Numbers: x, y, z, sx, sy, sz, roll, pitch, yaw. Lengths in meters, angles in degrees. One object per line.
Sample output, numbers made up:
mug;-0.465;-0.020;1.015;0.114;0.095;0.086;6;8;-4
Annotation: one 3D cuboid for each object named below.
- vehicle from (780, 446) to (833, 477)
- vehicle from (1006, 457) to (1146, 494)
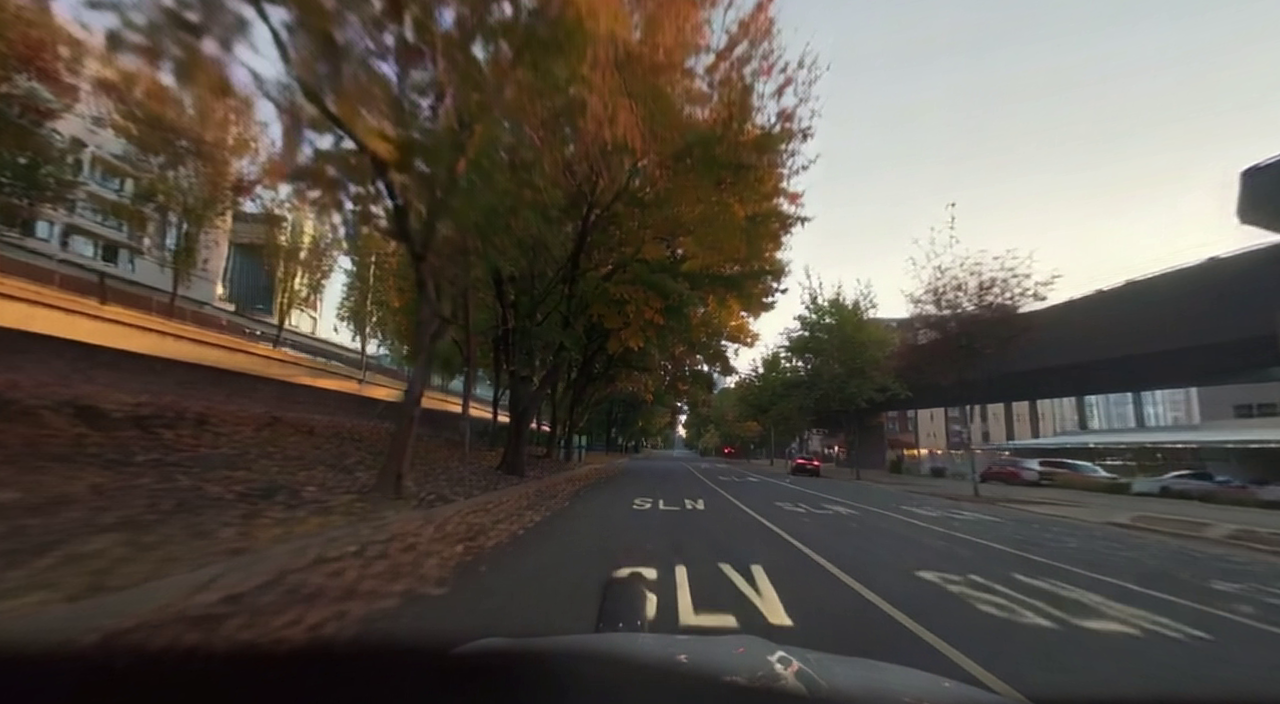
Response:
vehicle;10.854;7.147;41.320;2.187;1.871;4.576;0;-8;0
vehicle;19.881;5.632;28.924;4.635;1.552;2.334;0;-9;2
